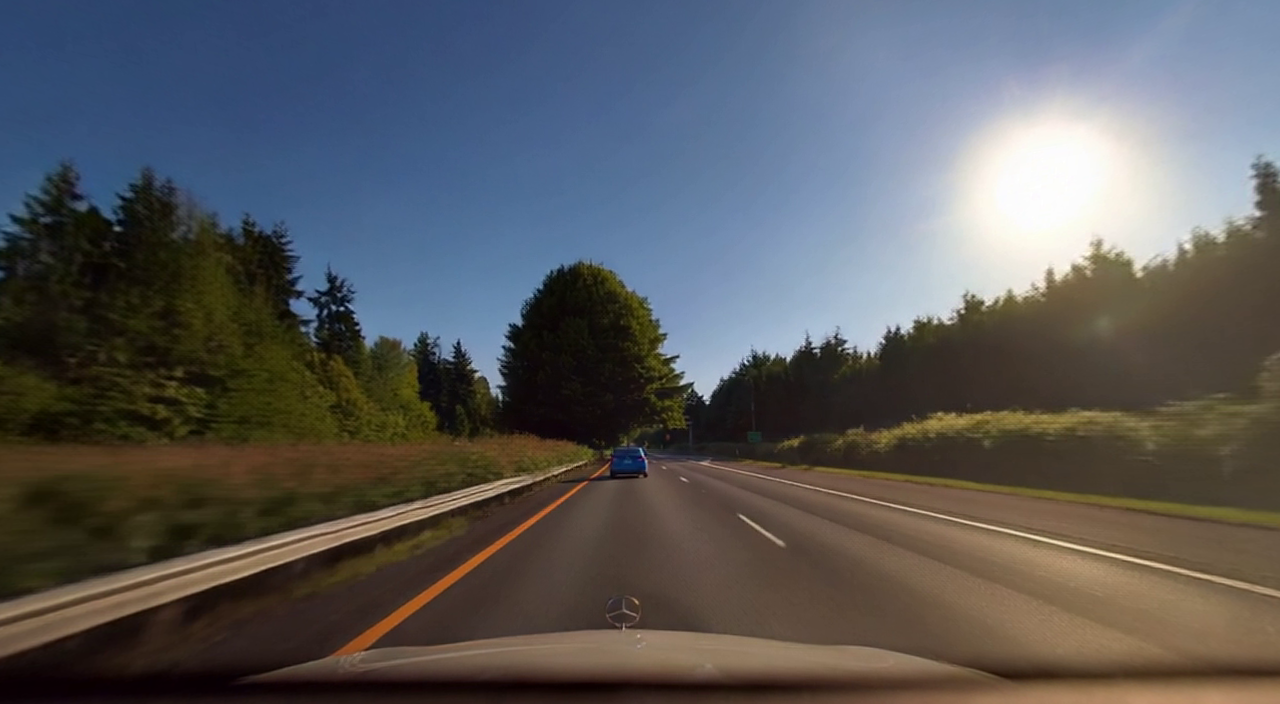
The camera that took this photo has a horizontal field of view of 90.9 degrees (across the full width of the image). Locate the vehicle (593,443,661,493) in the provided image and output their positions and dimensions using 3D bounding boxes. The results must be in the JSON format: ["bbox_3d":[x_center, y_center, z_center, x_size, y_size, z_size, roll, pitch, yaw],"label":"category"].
[{"bbox_3d":[-0.389,3.854,21.324,2.069,1.523,4.012,0,-9,0],"label":"vehicle"}]
